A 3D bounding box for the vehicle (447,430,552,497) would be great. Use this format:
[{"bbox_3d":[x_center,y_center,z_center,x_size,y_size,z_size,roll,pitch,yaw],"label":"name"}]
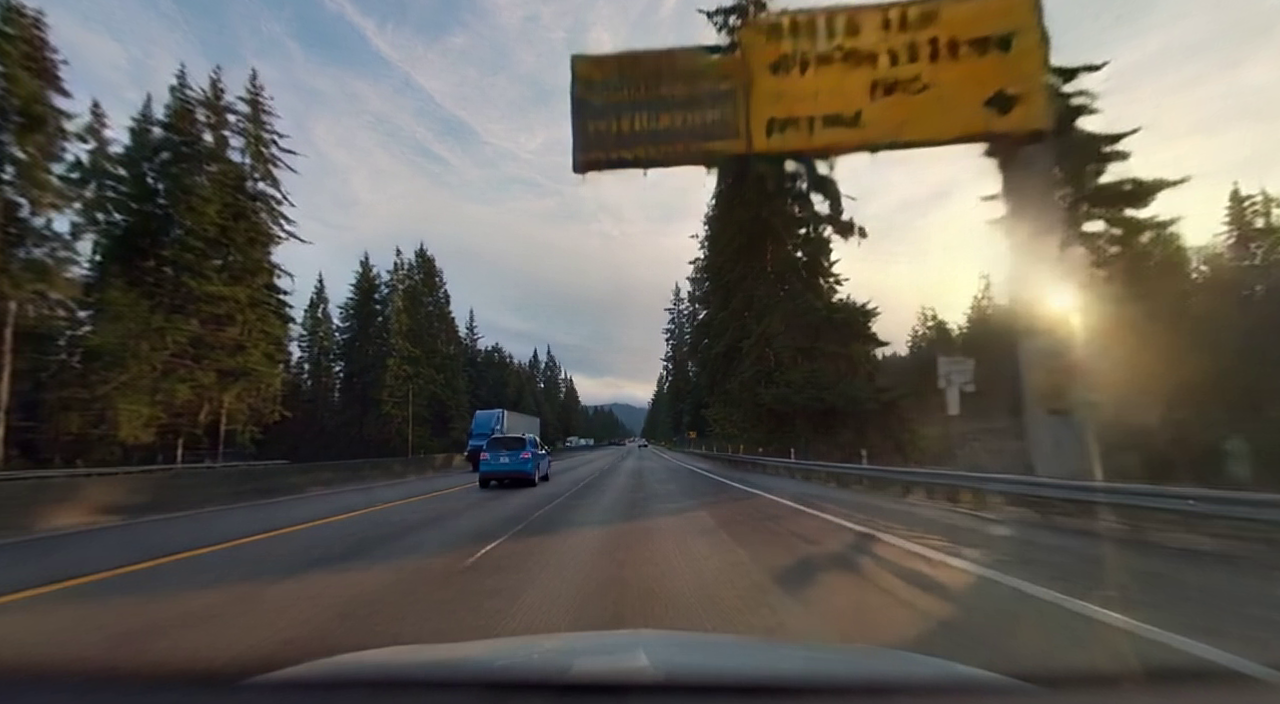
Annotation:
[{"bbox_3d":[-4.026,3.277,18.932,2.084,1.752,4.479,0,-8,0],"label":"vehicle"}]
